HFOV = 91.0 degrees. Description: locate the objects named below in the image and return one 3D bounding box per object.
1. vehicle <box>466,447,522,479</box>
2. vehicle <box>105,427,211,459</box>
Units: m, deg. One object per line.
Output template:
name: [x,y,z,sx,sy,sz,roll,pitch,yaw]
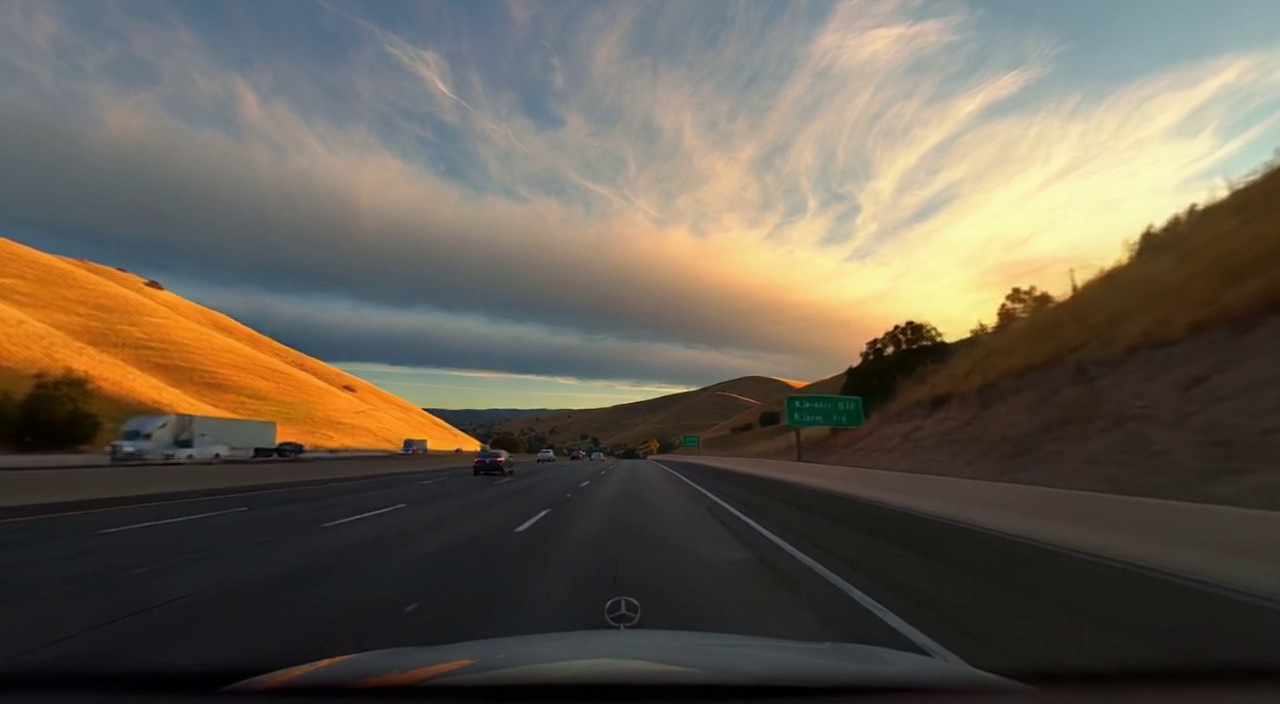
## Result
vehicle: [-7.858,5.983,34.308,2.045,1.624,4.338,0,-9,-1]
vehicle: [-32.587,6.204,42.905,2.403,1.999,6.275,0,-9,-2]
